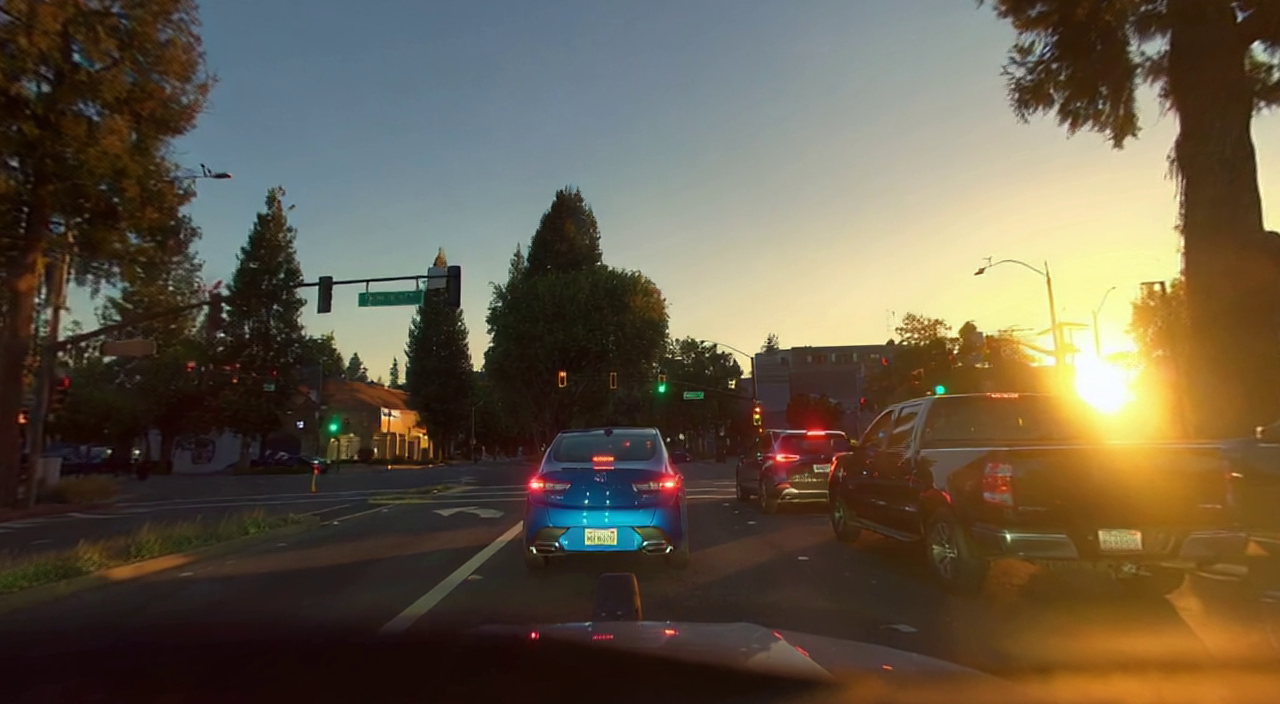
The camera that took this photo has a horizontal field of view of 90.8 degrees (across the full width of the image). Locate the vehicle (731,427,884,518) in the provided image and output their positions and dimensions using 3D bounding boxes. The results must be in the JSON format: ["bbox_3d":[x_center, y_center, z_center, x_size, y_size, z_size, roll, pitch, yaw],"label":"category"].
[{"bbox_3d":[3.378,2.521,13.734,2.031,1.626,4.264,0,-8,-1],"label":"vehicle"}]

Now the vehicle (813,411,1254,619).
[{"bbox_3d":[3.607,1.567,7.117,1.955,1.550,4.587,0,-8,-1],"label":"vehicle"}]

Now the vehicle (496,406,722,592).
[{"bbox_3d":[-0.273,1.606,7.640,2.037,1.674,3.693,0,-8,0],"label":"vehicle"}]
